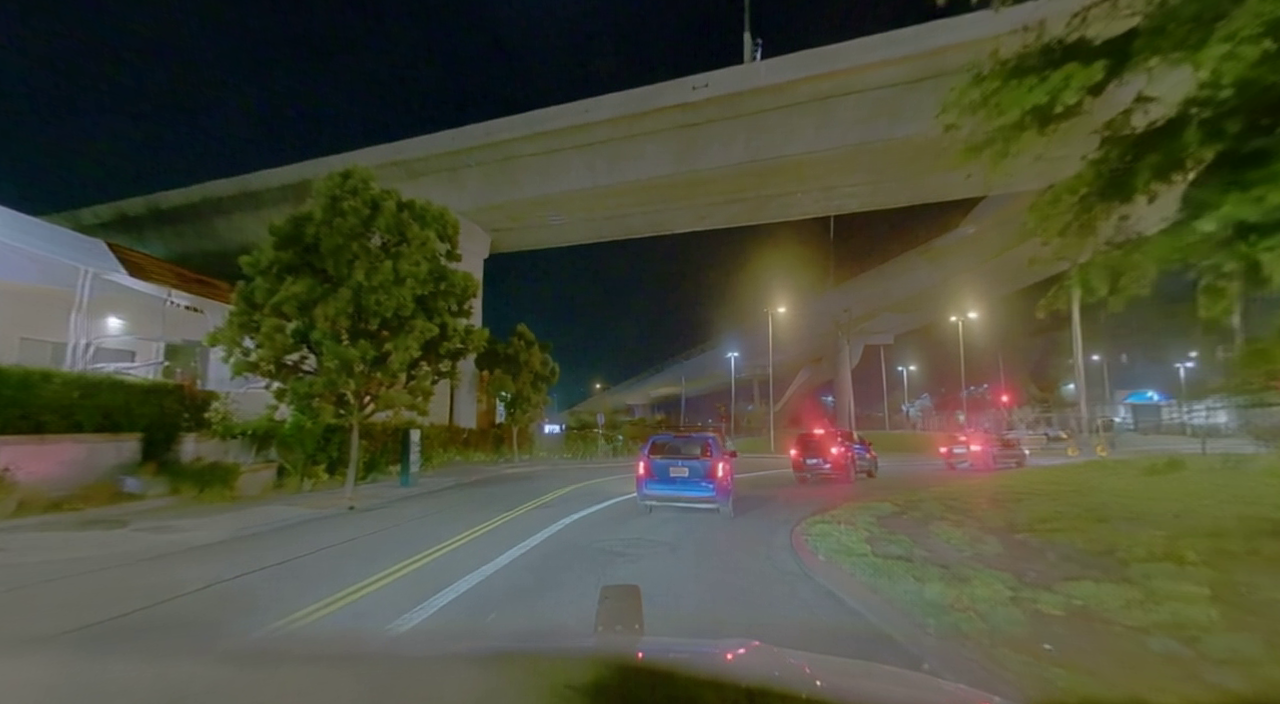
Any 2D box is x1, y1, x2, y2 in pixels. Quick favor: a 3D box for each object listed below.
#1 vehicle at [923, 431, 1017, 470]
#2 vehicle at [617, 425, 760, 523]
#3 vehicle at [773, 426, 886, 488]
[{"bbox_3d":[16.124,4.779,30.840,4.310,1.762,1.995,5,-10,-30],"label":"vehicle"},{"bbox_3d":[1.204,2.376,12.878,2.087,1.578,4.652,-2,-9,14],"label":"vehicle"},{"bbox_3d":[6.710,3.580,22.028,2.241,1.885,4.771,-5,-10,36],"label":"vehicle"}]
